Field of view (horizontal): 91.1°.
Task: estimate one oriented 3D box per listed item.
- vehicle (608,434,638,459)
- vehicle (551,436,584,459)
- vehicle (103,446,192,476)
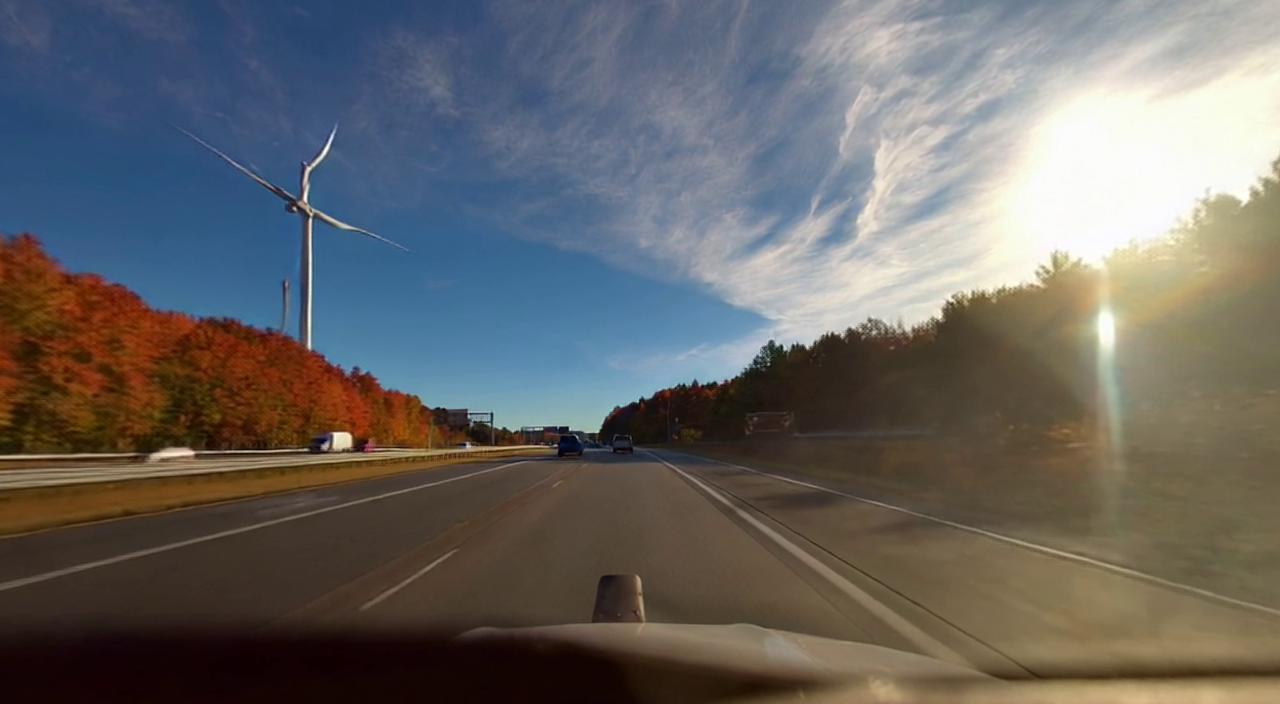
[{"bbox_3d":[-1.311,7.316,48.829,2.213,1.774,4.563,0,-8,-1],"label":"vehicle"},{"bbox_3d":[-5.432,7.181,47.422,2.062,1.622,4.153,0,-8,-1],"label":"vehicle"},{"bbox_3d":[-28.755,6.364,36.917,1.851,1.595,4.296,0,-8,-3],"label":"vehicle"}]
